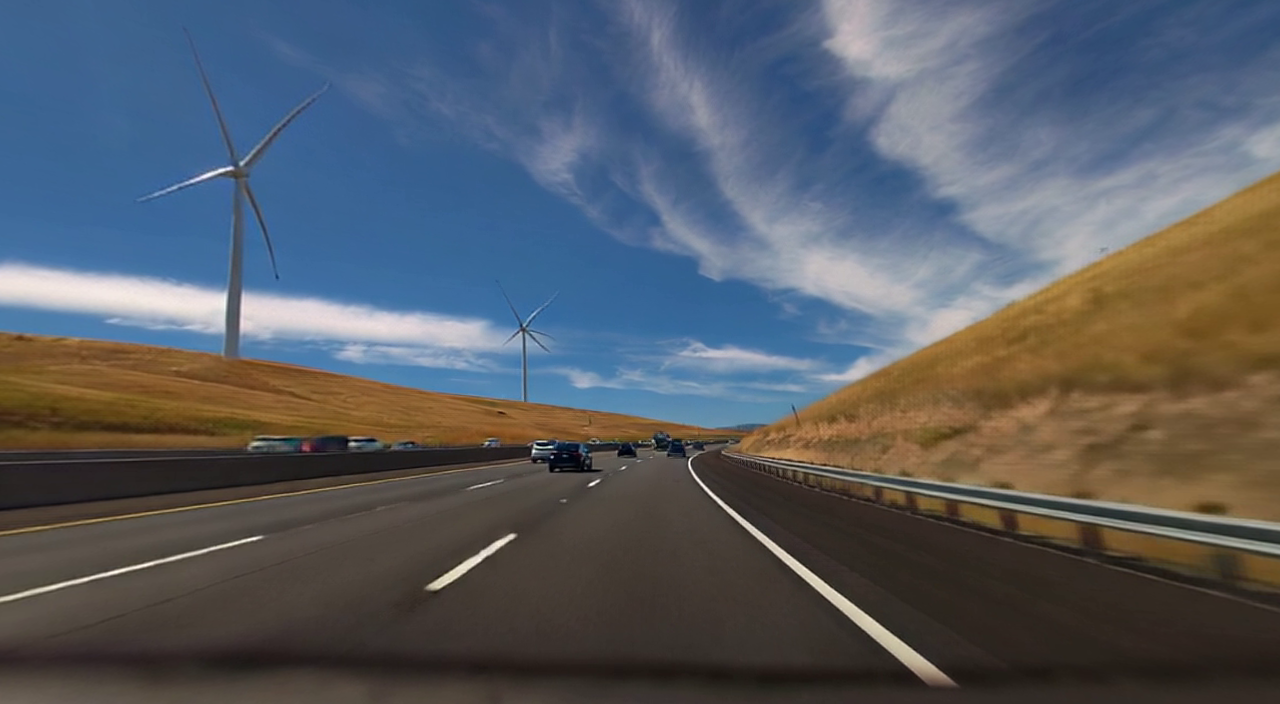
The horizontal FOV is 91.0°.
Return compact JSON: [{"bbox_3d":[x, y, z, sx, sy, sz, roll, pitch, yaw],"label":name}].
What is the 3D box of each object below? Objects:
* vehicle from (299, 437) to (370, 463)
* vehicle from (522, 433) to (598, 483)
[{"bbox_3d":[-19.859,6.391,41.220,2.043,1.569,4.811,0,-9,3],"label":"vehicle"},{"bbox_3d":[-2.909,3.982,23.957,2.118,1.702,4.355,0,-9,3],"label":"vehicle"}]
